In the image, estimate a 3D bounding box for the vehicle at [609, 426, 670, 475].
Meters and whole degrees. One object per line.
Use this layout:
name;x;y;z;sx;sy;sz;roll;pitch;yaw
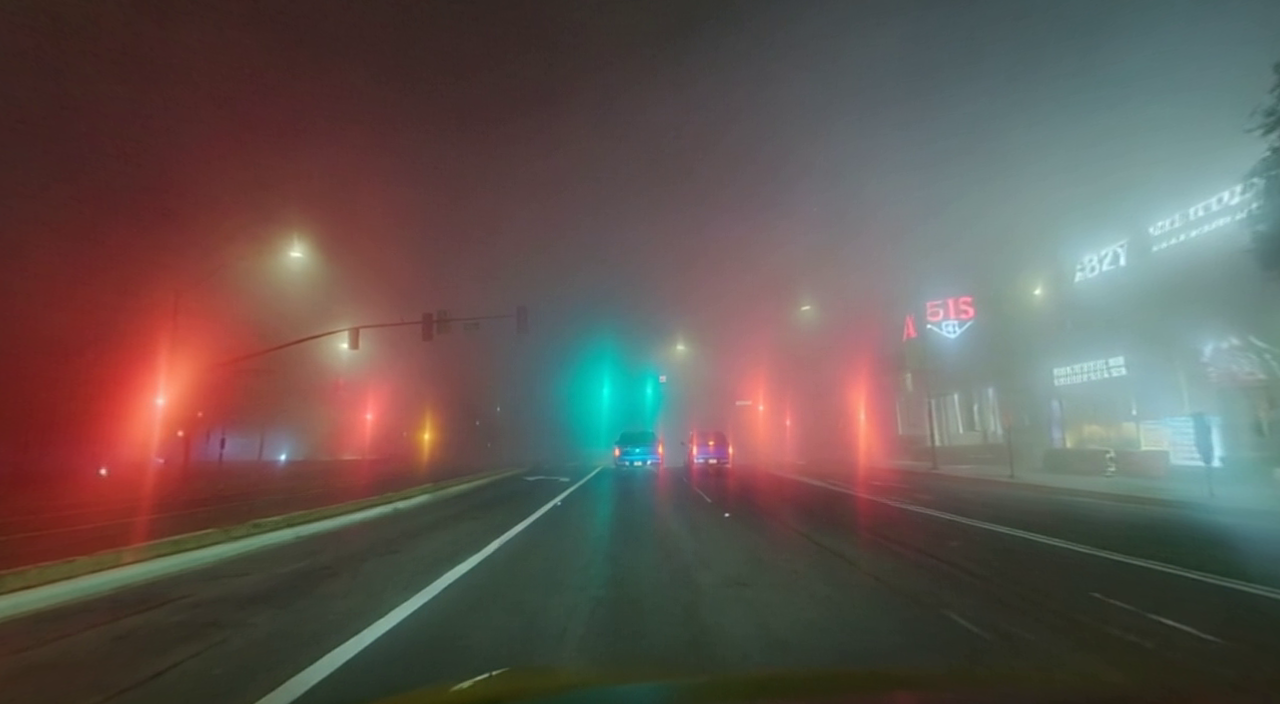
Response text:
vehicle;-0.099;4.295;27.730;2.413;1.939;4.716;0;-8;-2

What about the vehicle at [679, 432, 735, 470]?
vehicle;3.187;4.835;30.967;2.107;1.736;4.228;0;-8;-2
